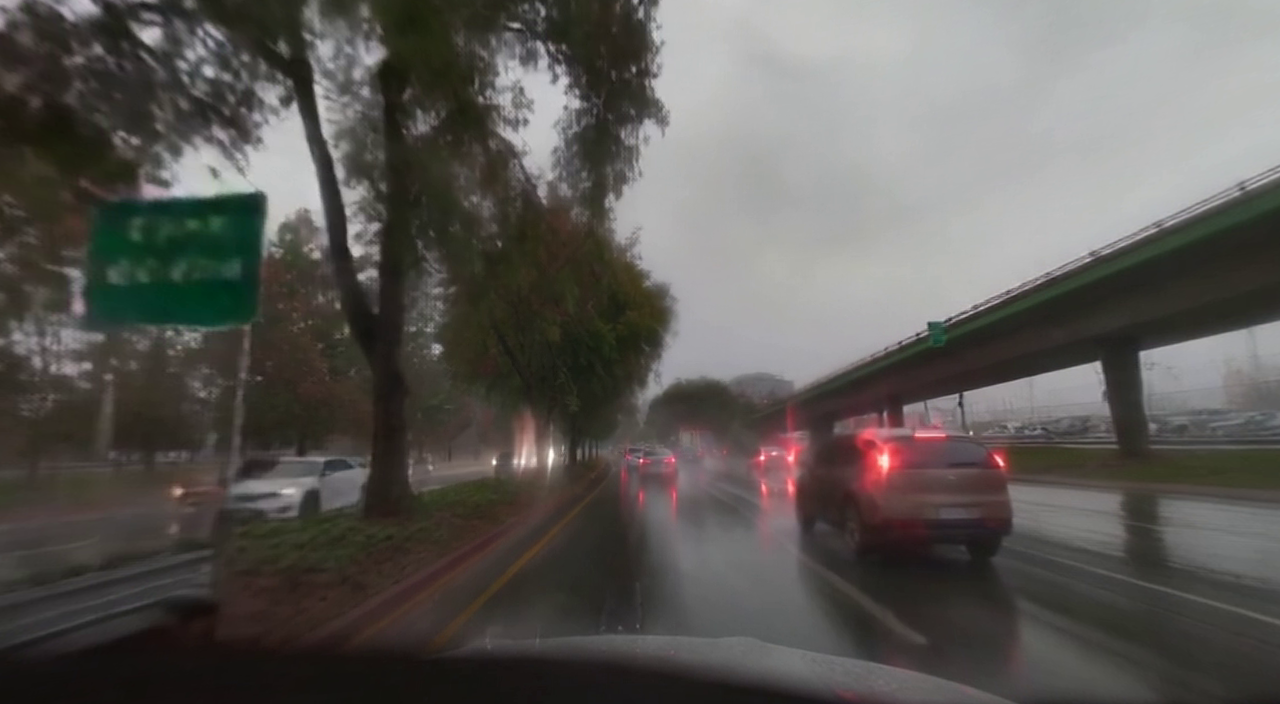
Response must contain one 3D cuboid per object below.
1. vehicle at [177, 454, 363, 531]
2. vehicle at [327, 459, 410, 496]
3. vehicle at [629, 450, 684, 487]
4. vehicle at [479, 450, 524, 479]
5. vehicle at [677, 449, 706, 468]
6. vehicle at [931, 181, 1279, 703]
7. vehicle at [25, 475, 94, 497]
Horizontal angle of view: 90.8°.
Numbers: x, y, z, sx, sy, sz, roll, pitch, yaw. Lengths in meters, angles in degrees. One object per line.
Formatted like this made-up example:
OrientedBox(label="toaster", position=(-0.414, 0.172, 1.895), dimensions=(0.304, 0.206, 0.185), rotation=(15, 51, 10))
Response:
OrientedBox(label="vehicle", position=(-8.350, 3.161, 14.780), dimensions=(1.858, 1.494, 4.034), rotation=(0, -8, 0))
OrientedBox(label="vehicle", position=(-12.168, 5.610, 28.623), dimensions=(1.798, 1.434, 4.356), rotation=(-1, -9, 0))
OrientedBox(label="vehicle", position=(0.624, 4.609, 25.349), dimensions=(2.027, 1.341, 3.775), rotation=(0, -8, 0))
OrientedBox(label="vehicle", position=(-8.631, 7.054, 39.746), dimensions=(1.897, 1.663, 3.838), rotation=(0, -8, 1))
OrientedBox(label="vehicle", position=(4.021, 8.397, 49.979), dimensions=(1.962, 1.431, 4.205), rotation=(0, -8, 1))
OrientedBox(label="vehicle", position=(3.527, 0.589, 2.285), dimensions=(2.588, 2.321, 4.927), rotation=(0, -8, 1))
OrientedBox(label="vehicle", position=(-43.467, 10.010, 47.318), dimensions=(3.608, 1.417, 1.601), rotation=(1, -9, 5))
